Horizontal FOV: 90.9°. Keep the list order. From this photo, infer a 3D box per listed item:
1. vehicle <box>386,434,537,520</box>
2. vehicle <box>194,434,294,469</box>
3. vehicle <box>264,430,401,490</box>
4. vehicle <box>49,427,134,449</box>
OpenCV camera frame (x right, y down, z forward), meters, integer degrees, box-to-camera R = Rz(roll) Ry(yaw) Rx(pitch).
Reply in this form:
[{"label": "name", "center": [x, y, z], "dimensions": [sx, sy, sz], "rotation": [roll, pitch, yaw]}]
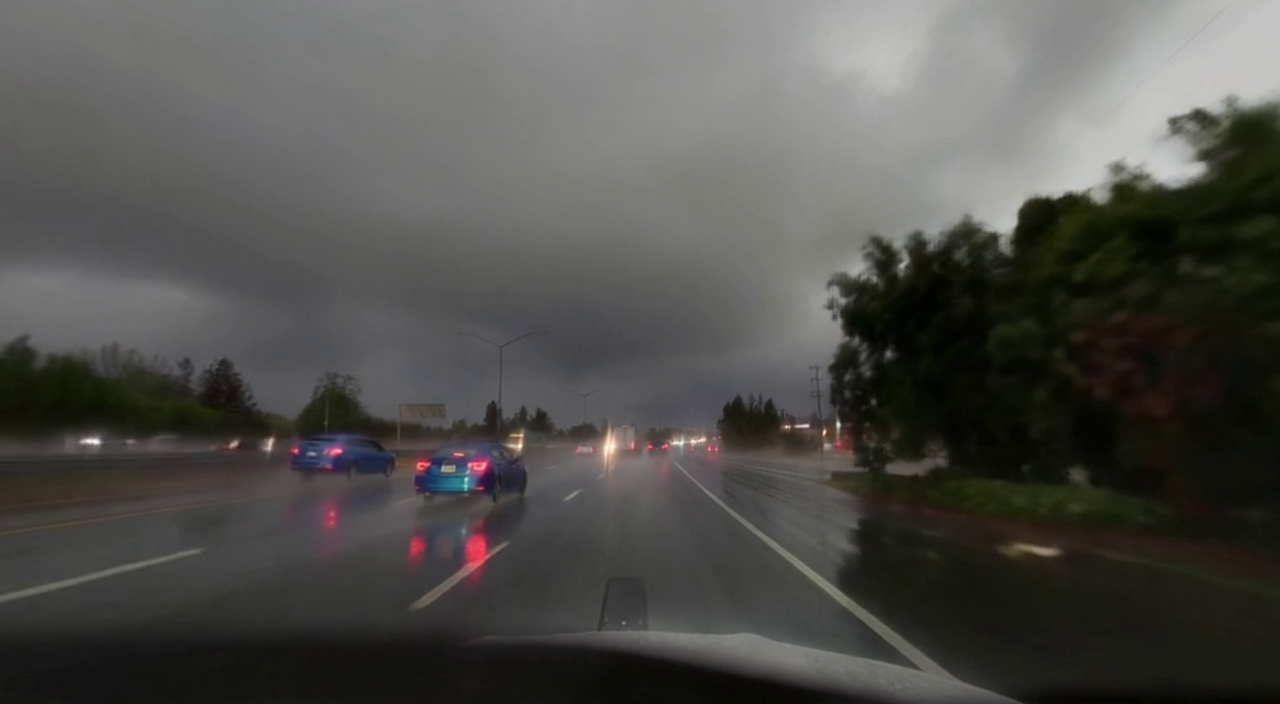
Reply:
[{"label": "vehicle", "center": [-3.486, 2.501, 13.117], "dimensions": [1.953, 1.511, 3.704], "rotation": [0, -8, 1]}, {"label": "vehicle", "center": [-24.470, 6.174, 39.323], "dimensions": [2.207, 2.002, 5.996], "rotation": [0, -8, 1]}, {"label": "vehicle", "center": [-10.303, 3.643, 21.692], "dimensions": [2.044, 1.810, 5.016], "rotation": [0, -8, 2]}, {"label": "vehicle", "center": [-40.263, 6.355, 46.439], "dimensions": [1.878, 1.527, 4.802], "rotation": [0, -8, 1]}]
